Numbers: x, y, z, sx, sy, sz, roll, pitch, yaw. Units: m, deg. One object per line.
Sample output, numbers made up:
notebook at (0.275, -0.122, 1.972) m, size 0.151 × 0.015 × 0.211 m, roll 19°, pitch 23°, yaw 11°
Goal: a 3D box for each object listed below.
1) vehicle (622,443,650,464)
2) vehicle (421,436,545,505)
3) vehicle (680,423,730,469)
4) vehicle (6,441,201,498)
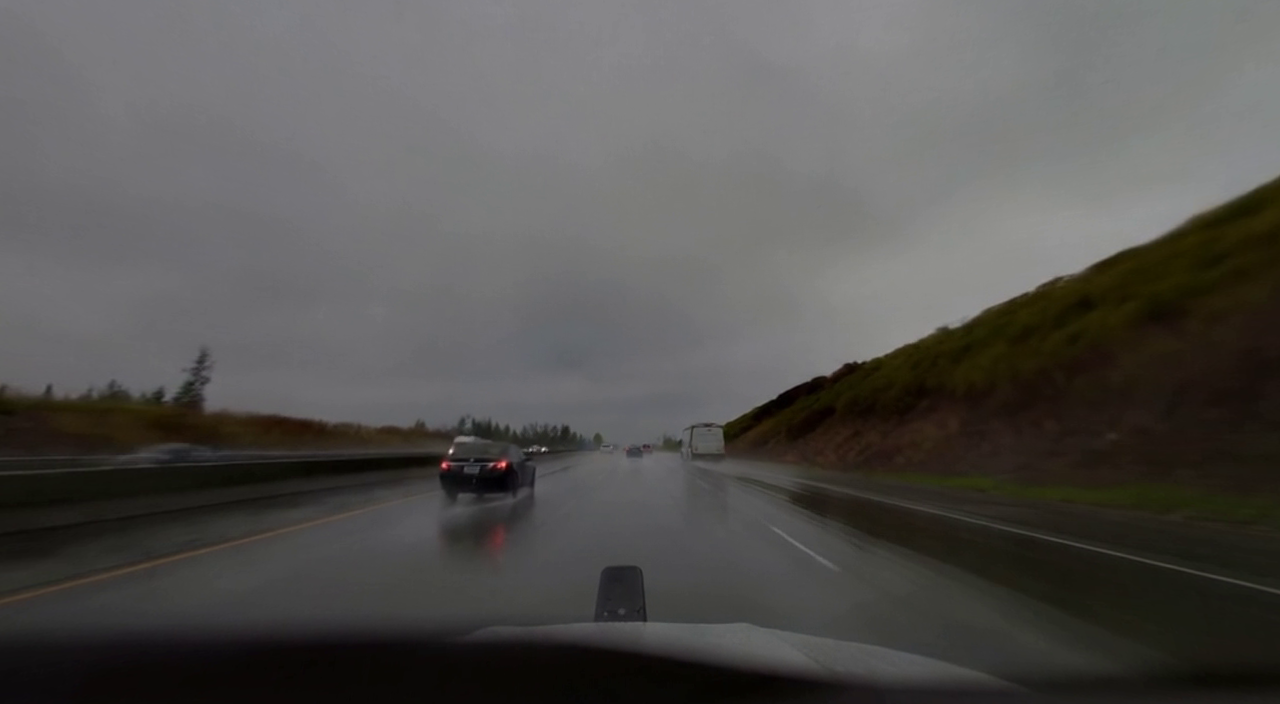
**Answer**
vehicle at (-0.327, 7.797, 48.422) m, size 2.007 × 1.456 × 3.719 m, roll 0°, pitch -9°, yaw -1°
vehicle at (-3.855, 3.017, 16.380) m, size 2.054 × 1.529 × 4.368 m, roll 0°, pitch -9°, yaw 1°
vehicle at (3.915, 5.849, 39.174) m, size 2.361 × 2.636 × 5.684 m, roll 0°, pitch -9°, yaw -1°
vehicle at (-15.838, 3.481, 19.035) m, size 1.846 × 1.489 × 4.623 m, roll 0°, pitch -9°, yaw -1°
